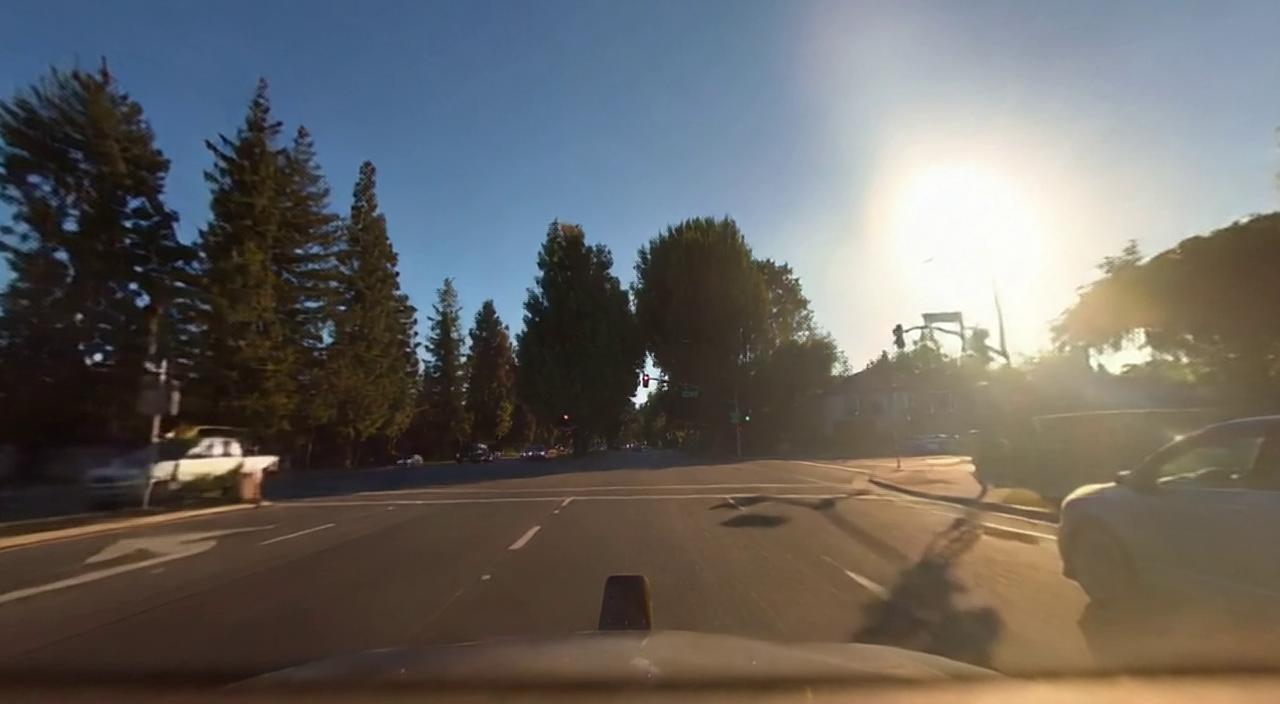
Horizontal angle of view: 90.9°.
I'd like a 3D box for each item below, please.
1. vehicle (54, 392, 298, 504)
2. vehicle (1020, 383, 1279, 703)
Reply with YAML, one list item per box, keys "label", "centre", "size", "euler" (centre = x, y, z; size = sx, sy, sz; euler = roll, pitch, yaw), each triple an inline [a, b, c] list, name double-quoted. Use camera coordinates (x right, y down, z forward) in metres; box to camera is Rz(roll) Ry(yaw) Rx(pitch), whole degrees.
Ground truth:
- label: "vehicle"
  centre: [-13.405, 2.888, 19.094]
  size: [2.357, 2.798, 6.419]
  euler: [0, -9, 1]
- label: "vehicle"
  centre: [4.214, 0.999, 3.428]
  size: [2.018, 1.591, 3.564]
  euler: [0, -9, 0]
